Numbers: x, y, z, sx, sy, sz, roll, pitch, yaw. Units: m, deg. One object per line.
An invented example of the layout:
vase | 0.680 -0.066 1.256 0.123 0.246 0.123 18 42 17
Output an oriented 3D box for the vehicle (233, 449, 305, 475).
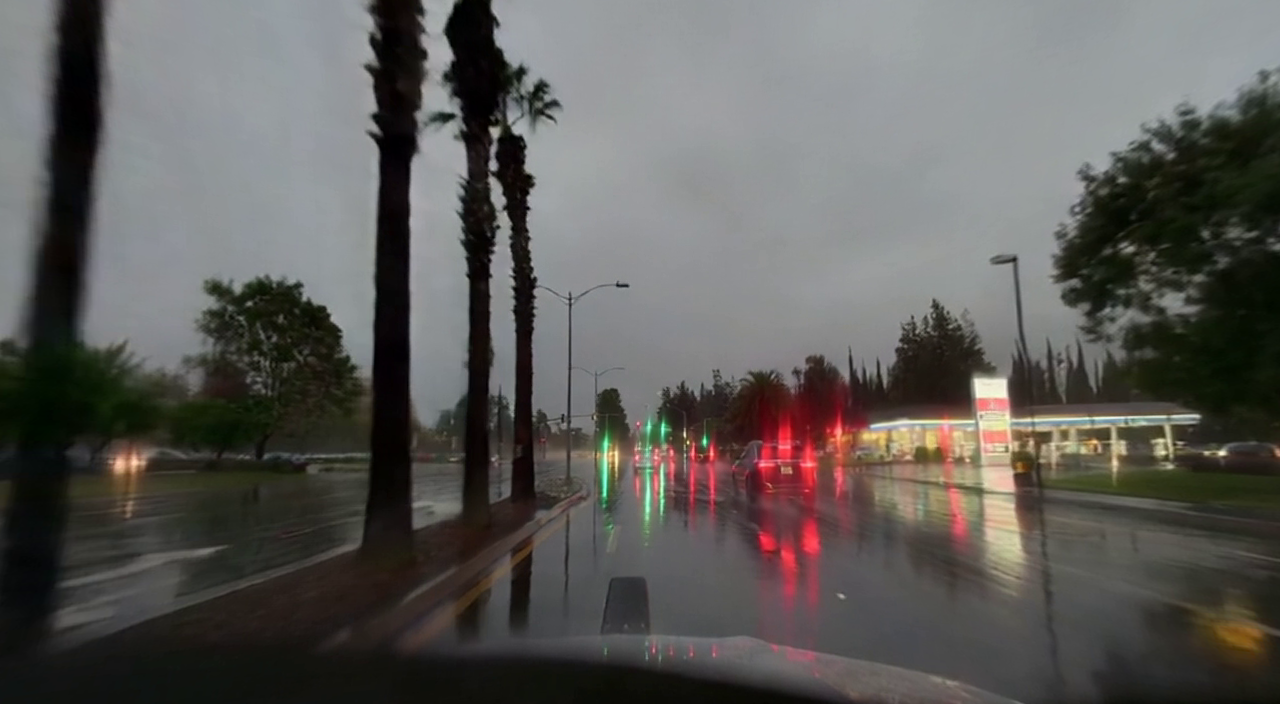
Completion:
vehicle | -25.226 7.452 42.945 3.782 1.699 1.867 8 -12 -43

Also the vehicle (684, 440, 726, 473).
vehicle | 4.098 6.675 40.526 2.154 1.975 4.634 0 -8 -1

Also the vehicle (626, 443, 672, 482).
vehicle | 0.400 5.120 29.502 1.991 1.664 3.814 0 -8 0

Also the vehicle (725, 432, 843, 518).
vehicle | 3.267 2.844 15.089 1.872 1.752 3.896 0 -8 0
